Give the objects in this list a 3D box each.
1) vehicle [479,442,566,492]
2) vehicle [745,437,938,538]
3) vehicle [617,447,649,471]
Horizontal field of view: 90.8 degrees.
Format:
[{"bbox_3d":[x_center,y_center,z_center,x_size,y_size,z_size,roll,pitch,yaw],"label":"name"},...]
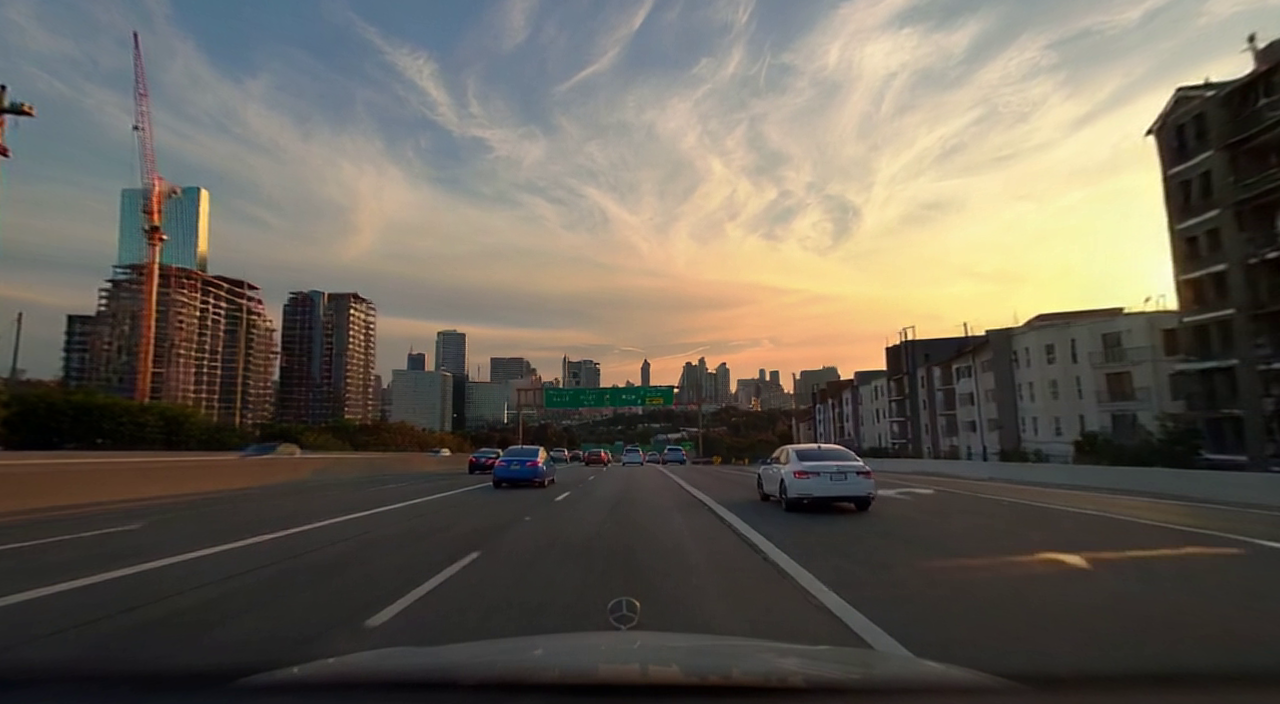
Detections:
[{"bbox_3d":[-3.933,3.930,21.997,2.136,1.512,4.488,0,-8,1],"label":"vehicle"},{"bbox_3d":[3.383,2.353,11.701,1.995,1.486,4.463,0,-8,-1],"label":"vehicle"},{"bbox_3d":[-0.486,7.100,42.067,2.019,1.472,3.971,0,-8,-1],"label":"vehicle"}]
